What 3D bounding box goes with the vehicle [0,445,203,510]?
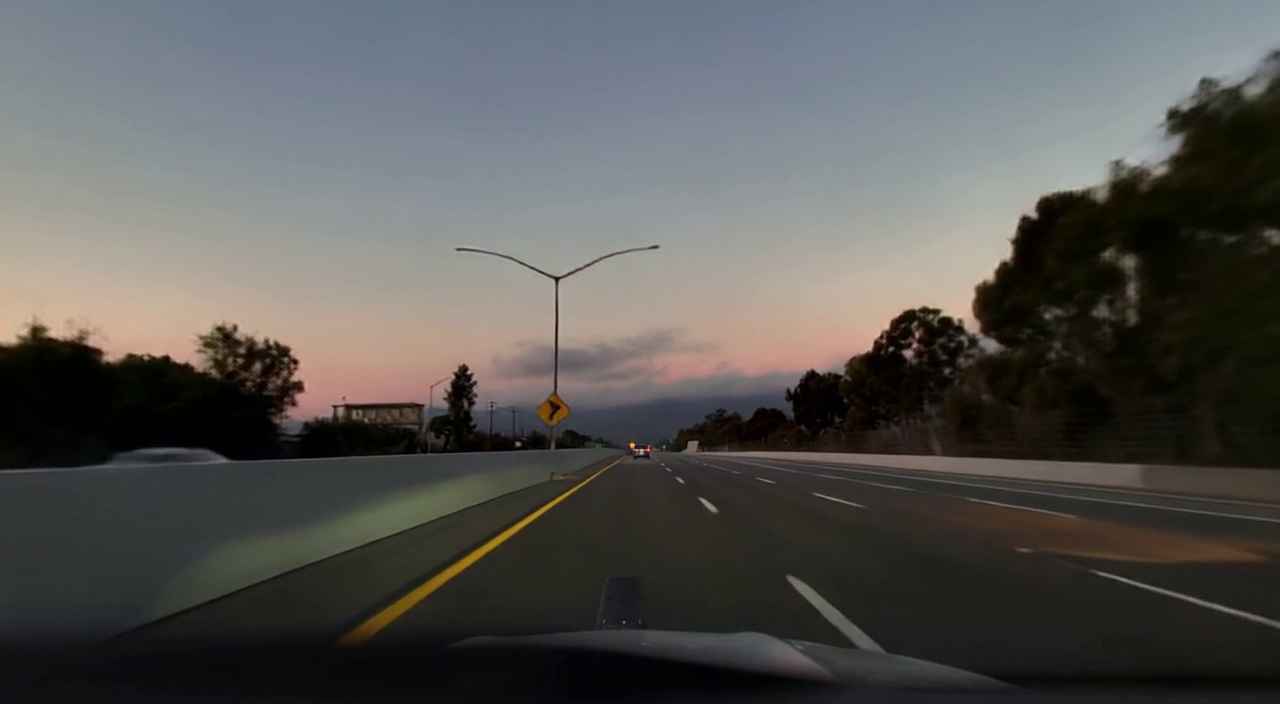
[{"bbox_3d":[-14.422,3.323,17.218,1.974,1.539,4.113,0,-8,0],"label":"vehicle"}]
